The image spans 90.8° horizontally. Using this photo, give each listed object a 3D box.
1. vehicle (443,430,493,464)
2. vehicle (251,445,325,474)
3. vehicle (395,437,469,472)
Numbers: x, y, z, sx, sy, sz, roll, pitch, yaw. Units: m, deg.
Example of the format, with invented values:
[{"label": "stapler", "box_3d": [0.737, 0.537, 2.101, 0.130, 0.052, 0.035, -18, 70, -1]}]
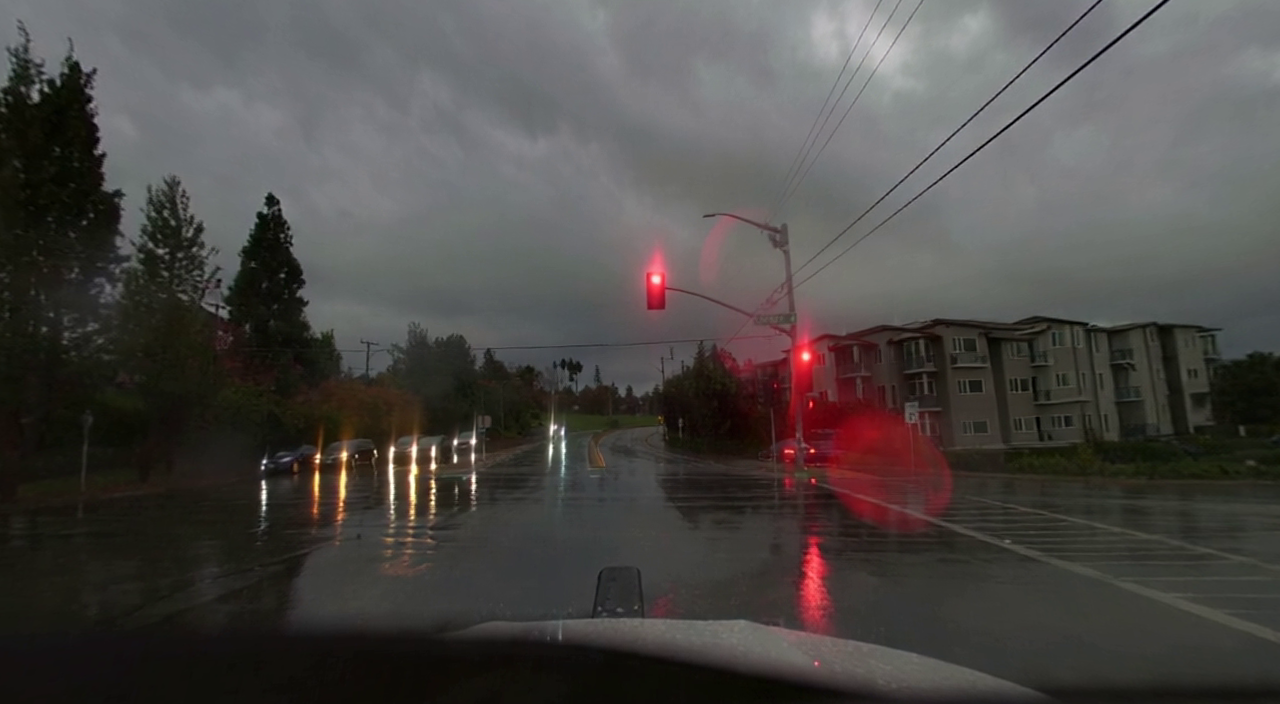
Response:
[{"label": "vehicle", "box_3d": [-9.782, 5.456, 36.186, 1.910, 1.818, 4.057, 0, -9, -3]}, {"label": "vehicle", "box_3d": [-21.111, 6.451, 38.092, 1.981, 1.628, 4.336, 0, -9, -1]}, {"label": "vehicle", "box_3d": [-9.683, 4.802, 29.790, 2.116, 1.521, 4.294, 0, -9, -1]}]
